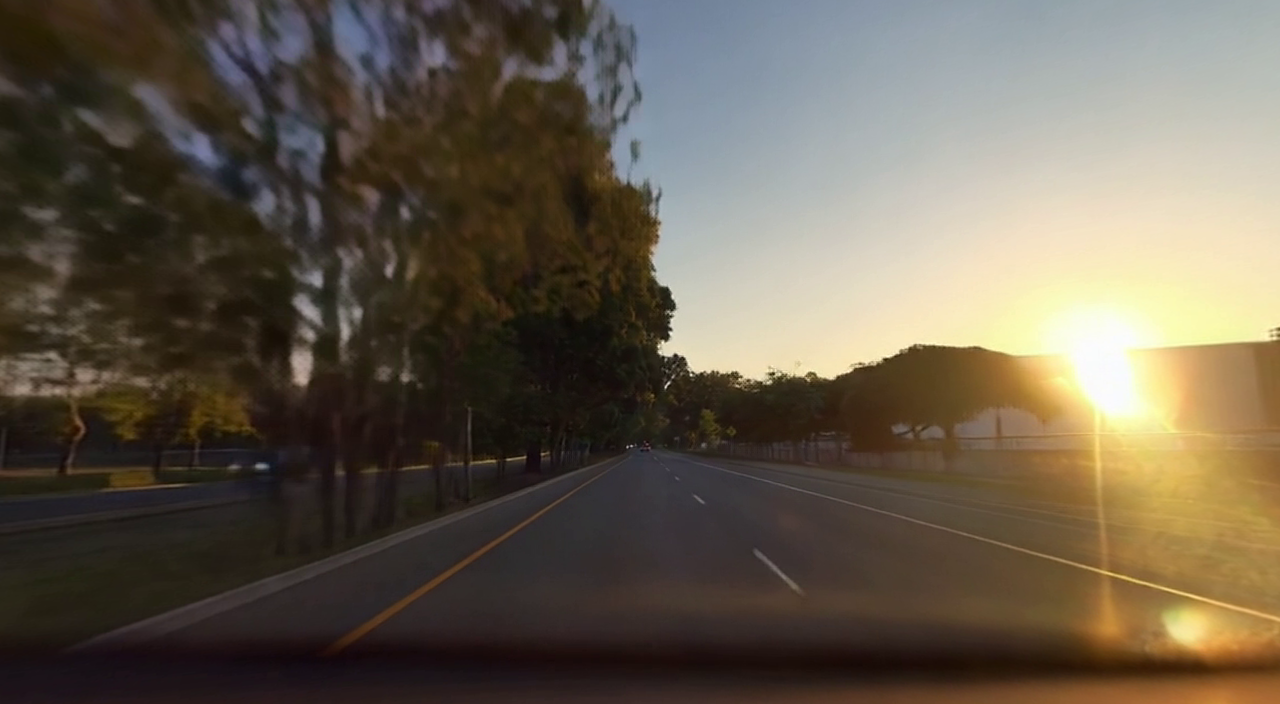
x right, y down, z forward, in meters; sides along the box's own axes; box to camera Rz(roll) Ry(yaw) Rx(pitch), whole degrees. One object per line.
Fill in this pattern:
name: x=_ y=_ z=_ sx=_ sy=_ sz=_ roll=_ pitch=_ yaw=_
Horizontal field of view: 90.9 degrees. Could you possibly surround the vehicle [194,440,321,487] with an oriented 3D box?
vehicle: x=-17.924 y=5.231 z=30.032 sx=2.302 sy=1.986 sz=5.772 roll=-1 pitch=-9 yaw=1
